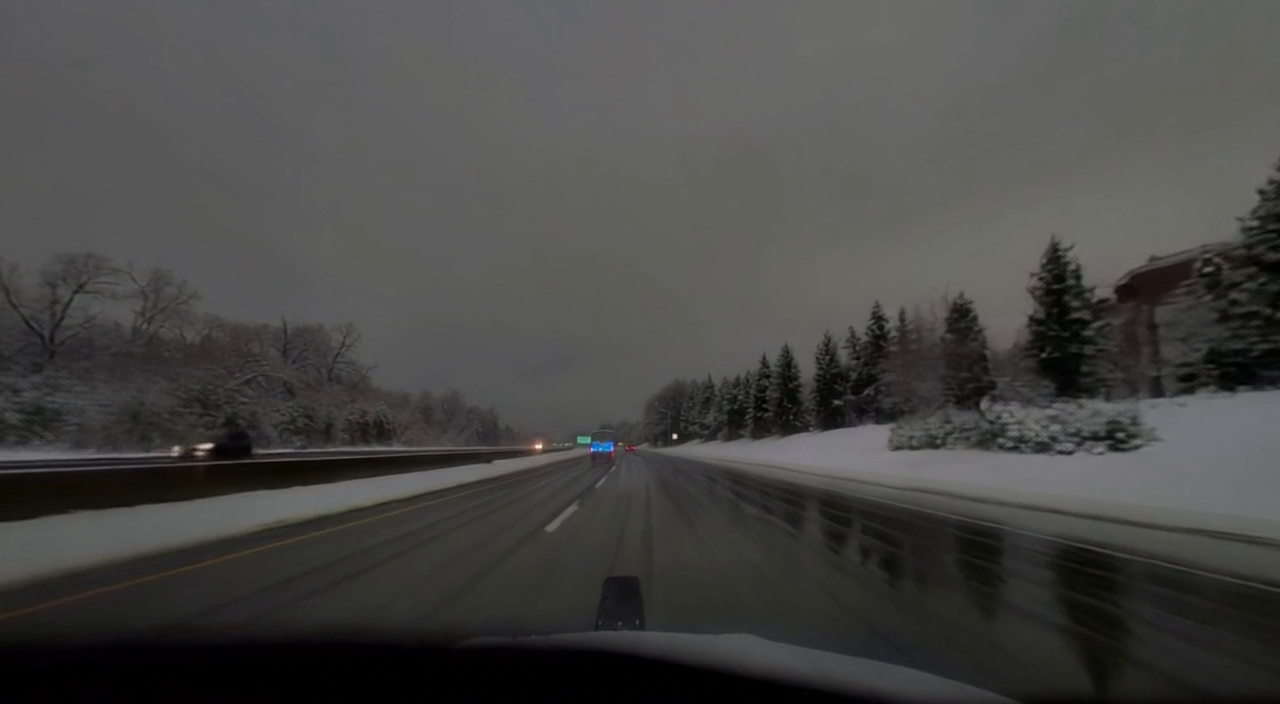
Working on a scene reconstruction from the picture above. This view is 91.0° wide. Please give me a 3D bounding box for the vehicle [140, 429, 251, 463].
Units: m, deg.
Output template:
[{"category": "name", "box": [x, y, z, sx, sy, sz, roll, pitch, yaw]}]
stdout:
[{"category": "vehicle", "box": [-28.215, 6.047, 40.345, 2.418, 1.957, 6.239, 0, -9, 2]}]
